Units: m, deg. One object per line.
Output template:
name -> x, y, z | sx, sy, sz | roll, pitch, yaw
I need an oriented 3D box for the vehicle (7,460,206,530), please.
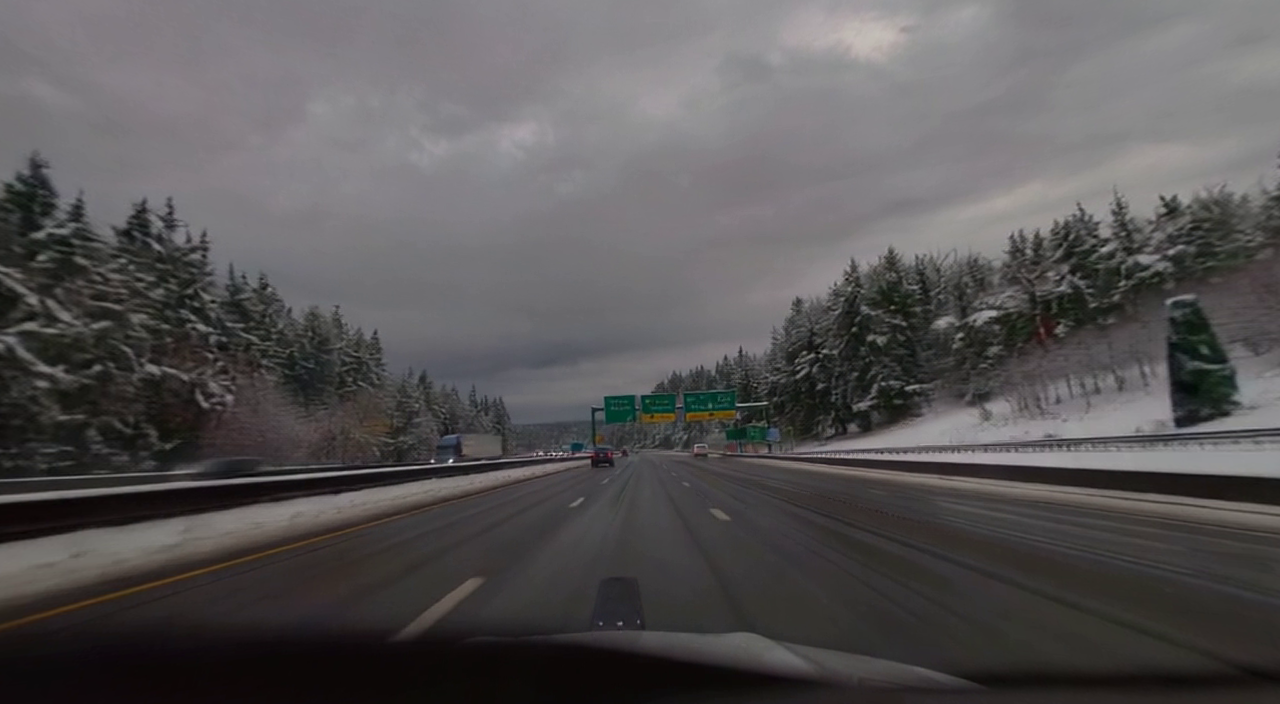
vehicle -> -13.577, 3.607, 16.394 | 1.828, 1.497, 3.761 | 0, -9, 0
